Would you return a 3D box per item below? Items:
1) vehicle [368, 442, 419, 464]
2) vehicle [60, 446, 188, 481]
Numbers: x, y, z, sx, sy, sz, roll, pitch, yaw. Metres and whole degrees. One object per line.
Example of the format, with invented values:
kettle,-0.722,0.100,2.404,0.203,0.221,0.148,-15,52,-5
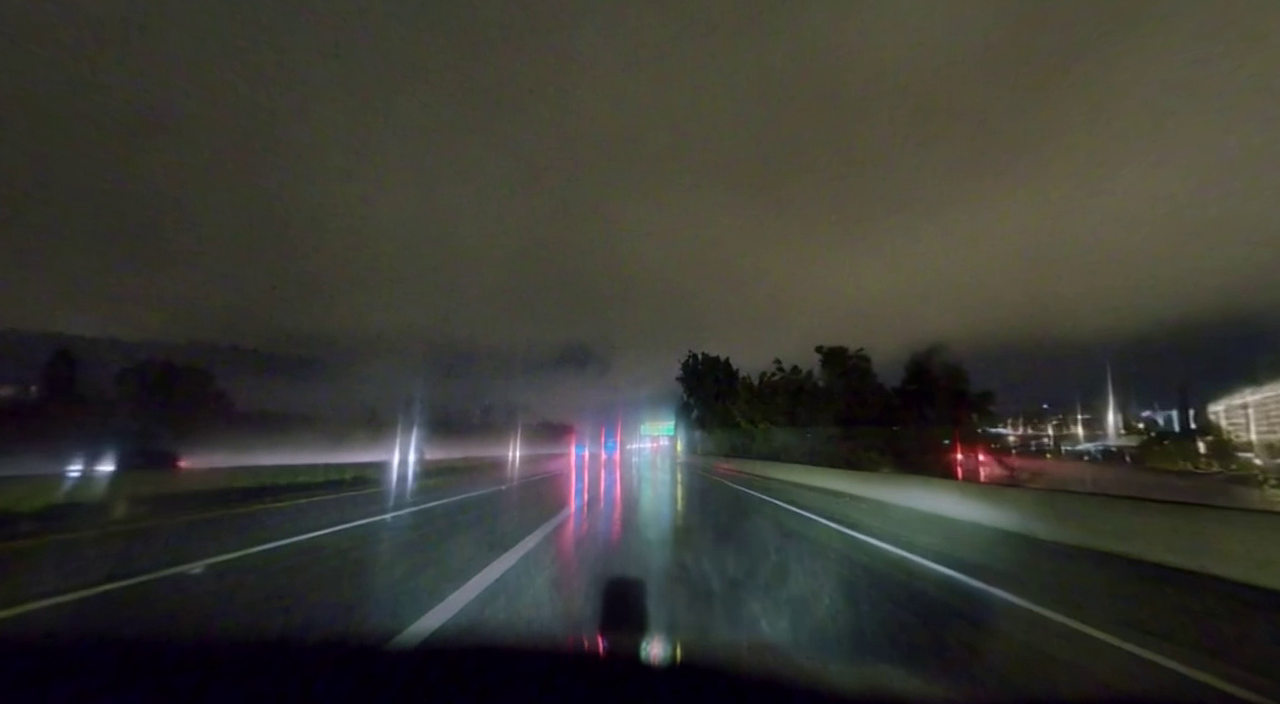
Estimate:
vehicle,-19.093,7.829,49.045,1.918,1.593,4.638,-1,-8,3
vehicle,-22.950,4.937,28.312,1.811,1.423,4.503,0,-8,2
